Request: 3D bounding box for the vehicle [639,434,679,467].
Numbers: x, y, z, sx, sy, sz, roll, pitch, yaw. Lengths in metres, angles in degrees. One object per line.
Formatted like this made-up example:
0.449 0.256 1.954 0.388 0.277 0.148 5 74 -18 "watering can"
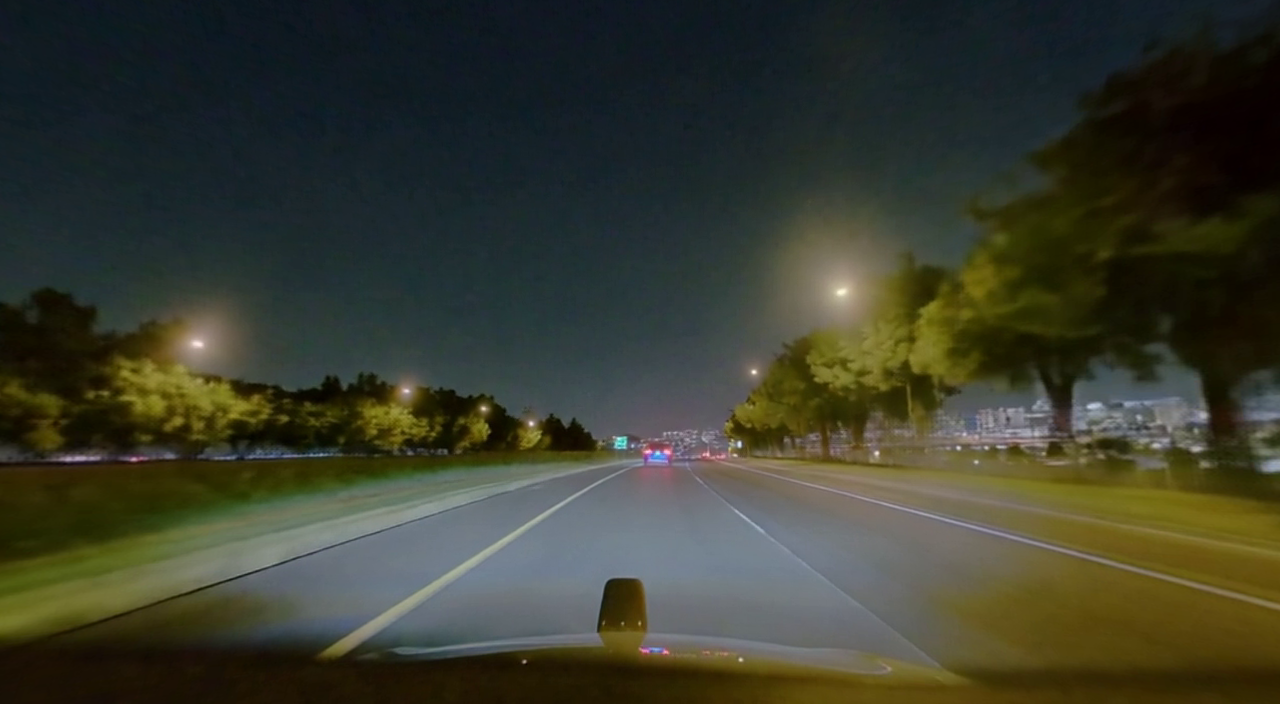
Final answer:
1.413 6.863 43.753 2.546 2.126 5.153 -1 -8 4 "vehicle"
